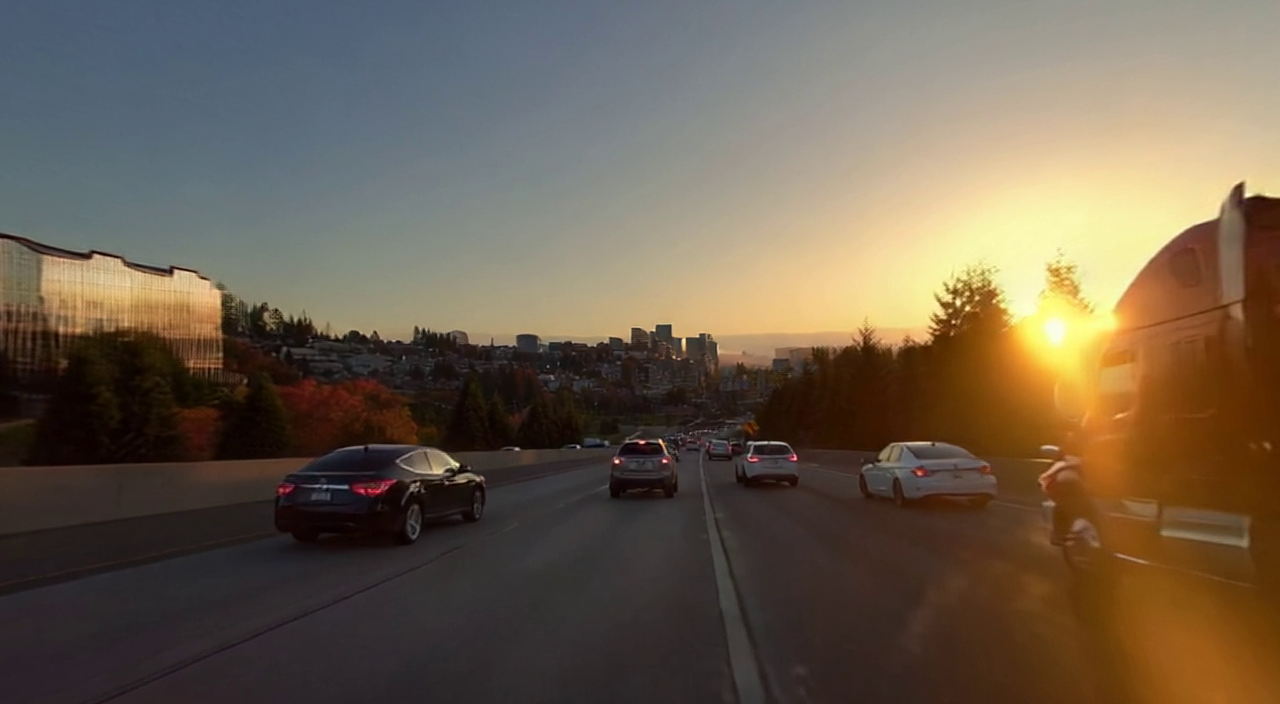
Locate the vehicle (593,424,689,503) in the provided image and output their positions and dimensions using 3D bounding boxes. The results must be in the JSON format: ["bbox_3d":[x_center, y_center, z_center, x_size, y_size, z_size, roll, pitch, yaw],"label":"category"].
[{"bbox_3d":[0.195,2.942,17.038,2.153,1.805,4.631,-1,-8,5],"label":"vehicle"}]

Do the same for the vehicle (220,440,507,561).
[{"bbox_3d":[-3.937,2.176,10.240,1.965,1.443,4.968,-1,-8,7],"label":"vehicle"}]

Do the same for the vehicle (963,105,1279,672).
[{"bbox_3d":[5.106,0.097,2.822,2.987,3.212,9.311,-1,-8,4],"label":"vehicle"}]

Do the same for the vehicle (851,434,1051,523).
[{"bbox_3d":[5.936,2.442,12.796,2.053,1.473,4.383,-1,-8,4],"label":"vehicle"}]

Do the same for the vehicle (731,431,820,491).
[{"bbox_3d":[4.236,3.483,20.495,2.156,1.701,4.494,-1,-8,4],"label":"vehicle"}]
